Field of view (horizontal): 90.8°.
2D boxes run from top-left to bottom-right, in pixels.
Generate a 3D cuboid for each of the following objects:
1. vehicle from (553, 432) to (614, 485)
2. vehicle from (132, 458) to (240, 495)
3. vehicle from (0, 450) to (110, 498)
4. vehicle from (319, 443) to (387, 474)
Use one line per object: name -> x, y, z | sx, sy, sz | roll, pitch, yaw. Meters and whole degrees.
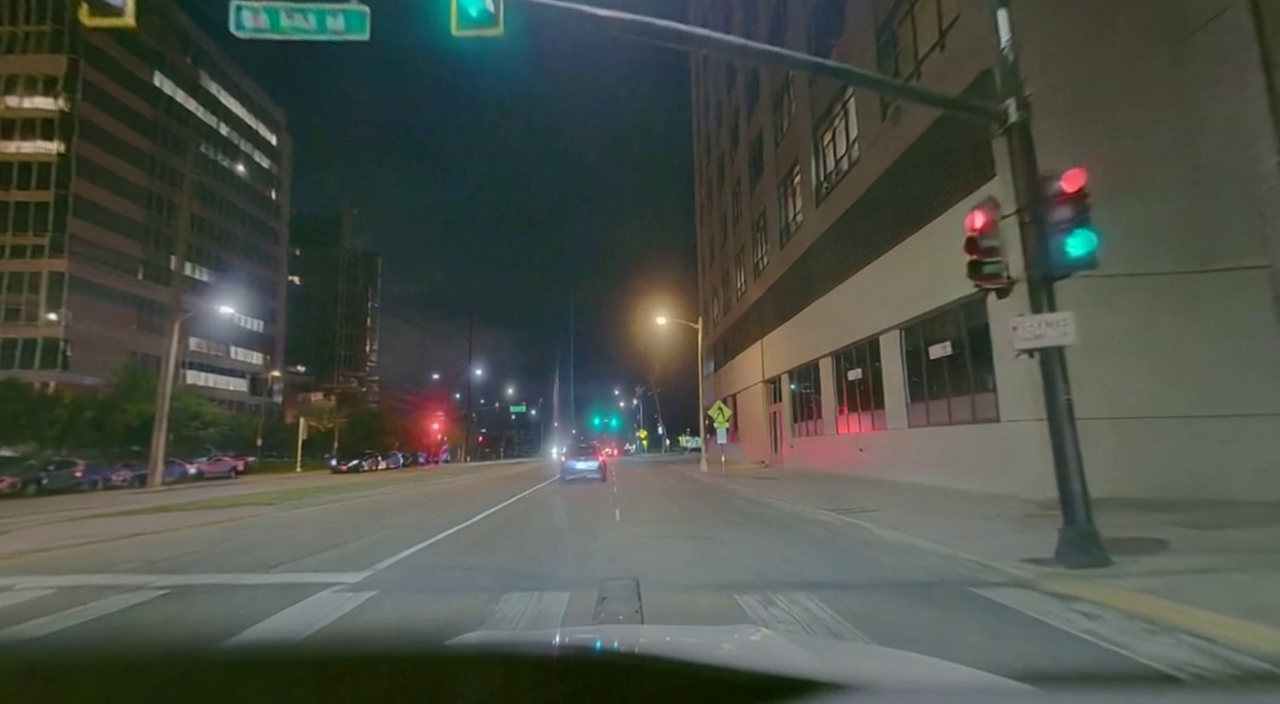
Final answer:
vehicle -> -2.017, 3.912, 23.514 | 2.022, 1.757, 4.041 | 0, -8, -3
vehicle -> -20.391, 5.594, 28.615 | 1.786, 1.439, 4.312 | 0, -8, -2
vehicle -> -25.871, 5.269, 27.168 | 4.508, 1.776, 1.932 | -3, -7, 3
vehicle -> -21.365, 7.944, 47.456 | 2.369, 2.159, 6.388 | 0, -8, -3
